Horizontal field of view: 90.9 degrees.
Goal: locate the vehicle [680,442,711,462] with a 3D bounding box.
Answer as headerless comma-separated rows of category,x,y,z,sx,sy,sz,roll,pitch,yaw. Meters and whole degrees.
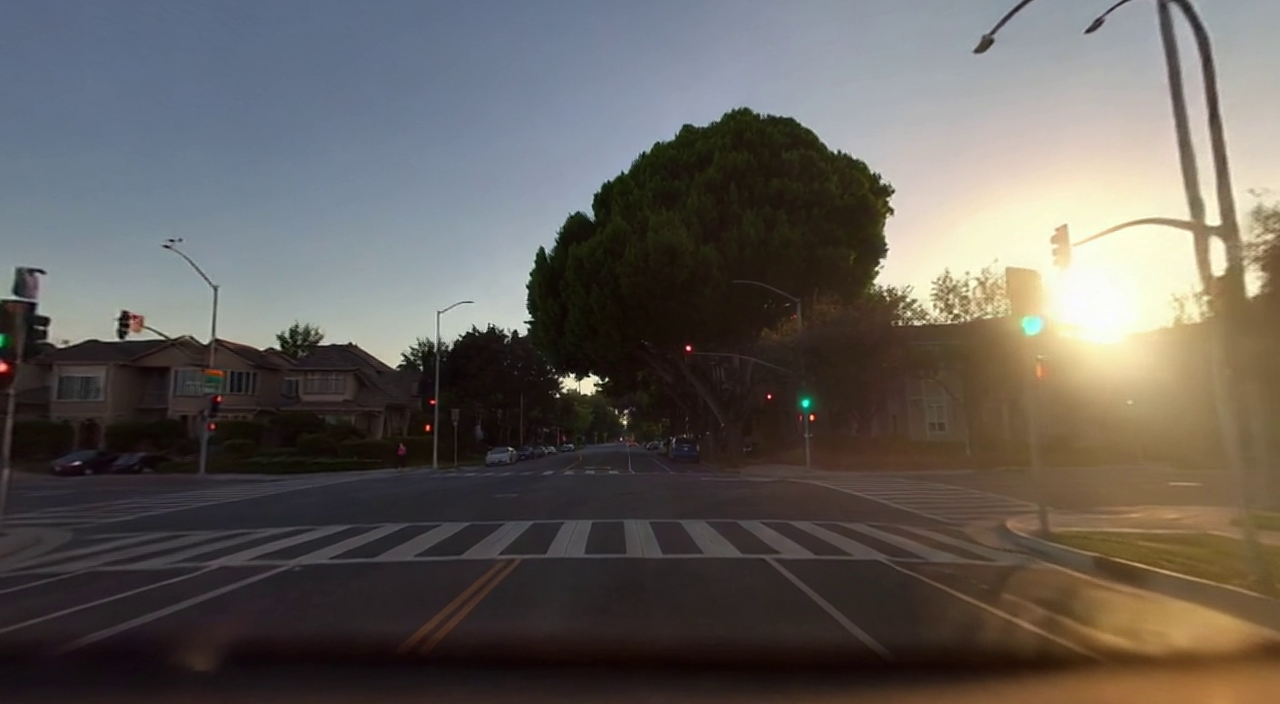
vehicle,4.129,7.498,47.338,1.987,1.466,4.389,0,-9,0
